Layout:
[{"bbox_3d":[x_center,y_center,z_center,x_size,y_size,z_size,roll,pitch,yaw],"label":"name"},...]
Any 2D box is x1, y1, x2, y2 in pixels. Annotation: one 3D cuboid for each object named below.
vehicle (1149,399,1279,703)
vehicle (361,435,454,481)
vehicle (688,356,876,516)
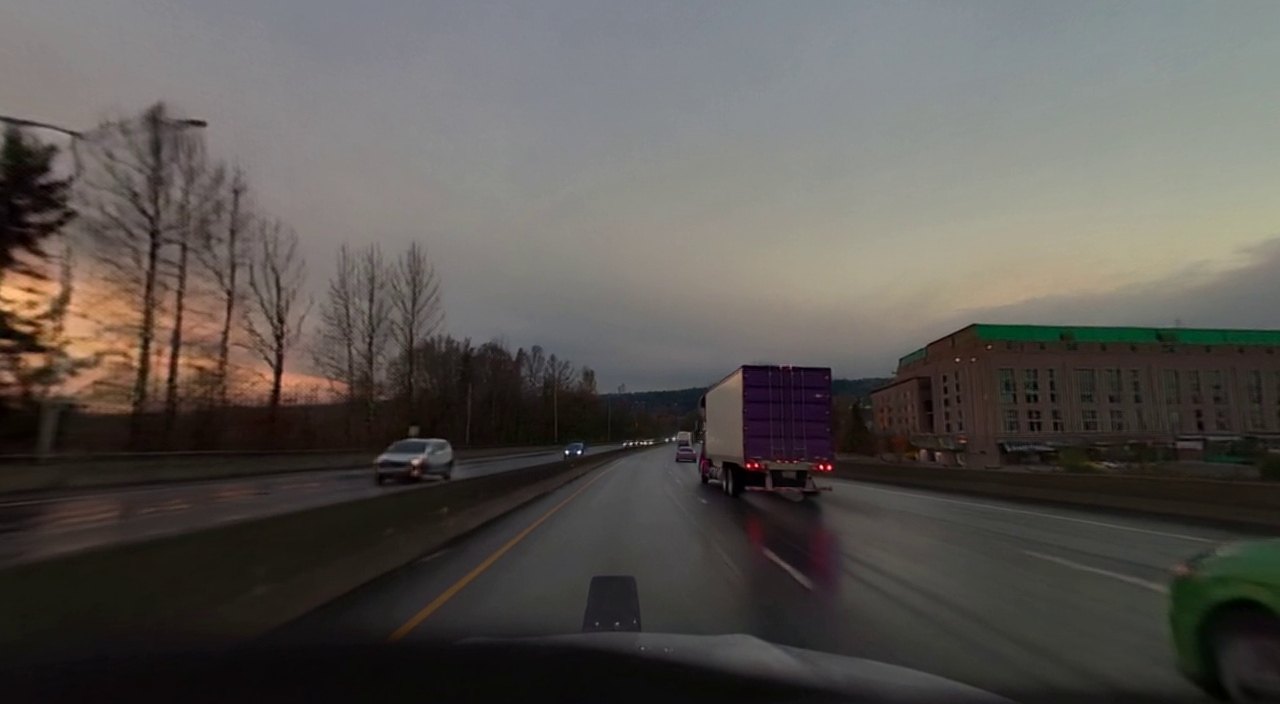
[{"bbox_3d":[3.632,0.775,1.225,1.971,1.558,3.834,0,-9,-1],"label":"vehicle"},{"bbox_3d":[-9.137,4.204,25.055,1.955,1.683,4.168,0,-9,2],"label":"vehicle"},{"bbox_3d":[3.704,2.945,21.245,2.916,3.563,14.462,0,-9,0],"label":"vehicle"}]
